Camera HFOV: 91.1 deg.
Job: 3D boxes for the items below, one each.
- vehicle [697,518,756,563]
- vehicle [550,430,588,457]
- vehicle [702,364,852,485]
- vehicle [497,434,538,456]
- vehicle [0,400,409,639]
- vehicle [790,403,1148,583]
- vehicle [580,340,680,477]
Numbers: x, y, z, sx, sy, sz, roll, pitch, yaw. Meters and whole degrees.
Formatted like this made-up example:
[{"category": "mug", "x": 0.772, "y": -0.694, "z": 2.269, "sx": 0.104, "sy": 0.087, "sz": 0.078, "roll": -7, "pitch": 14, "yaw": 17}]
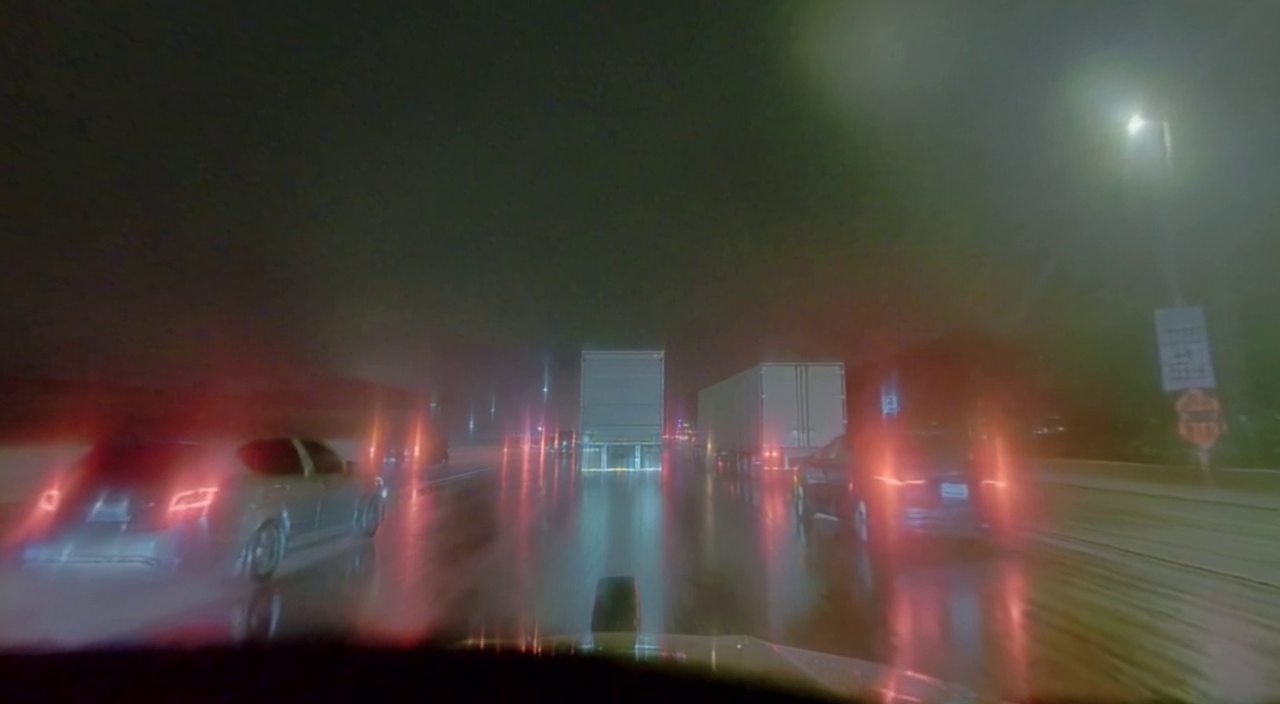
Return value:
[{"category": "vehicle", "x": 4.798, "y": 10.495, "z": 35.181, "sx": 2.835, "sy": 2.000, "sz": 2.696, "roll": 0, "pitch": -7, "yaw": -2}, {"category": "vehicle", "x": -4.536, "y": 5.937, "z": 40.860, "sx": 1.986, "sy": 1.612, "sz": 4.155, "roll": 0, "pitch": -8, "yaw": 0}, {"category": "vehicle", "x": 5.149, "y": 3.358, "z": 27.578, "sx": 2.863, "sy": 3.936, "sz": 14.058, "roll": 0, "pitch": -8, "yaw": -3}, {"category": "vehicle", "x": -8.545, "y": 6.519, "z": 44.291, "sx": 2.019, "sy": 1.471, "sz": 4.347, "roll": 0, "pitch": -8, "yaw": 0}, {"category": "vehicle", "x": -3.846, "y": 1.313, "z": 5.929, "sx": 1.882, "sy": 1.493, "sz": 3.828, "roll": 0, "pitch": -8, "yaw": 0}, {"category": "vehicle", "x": 3.313, "y": 1.479, "z": 7.461, "sx": 1.976, "sy": 1.513, "sz": 4.065, "roll": 0, "pitch": -8, "yaw": -1}, {"category": "vehicle", "x": -0.437, "y": 2.315, "z": 23.595, "sx": 2.938, "sy": 4.033, "sz": 9.980, "roll": 0, "pitch": -8, "yaw": -2}]
